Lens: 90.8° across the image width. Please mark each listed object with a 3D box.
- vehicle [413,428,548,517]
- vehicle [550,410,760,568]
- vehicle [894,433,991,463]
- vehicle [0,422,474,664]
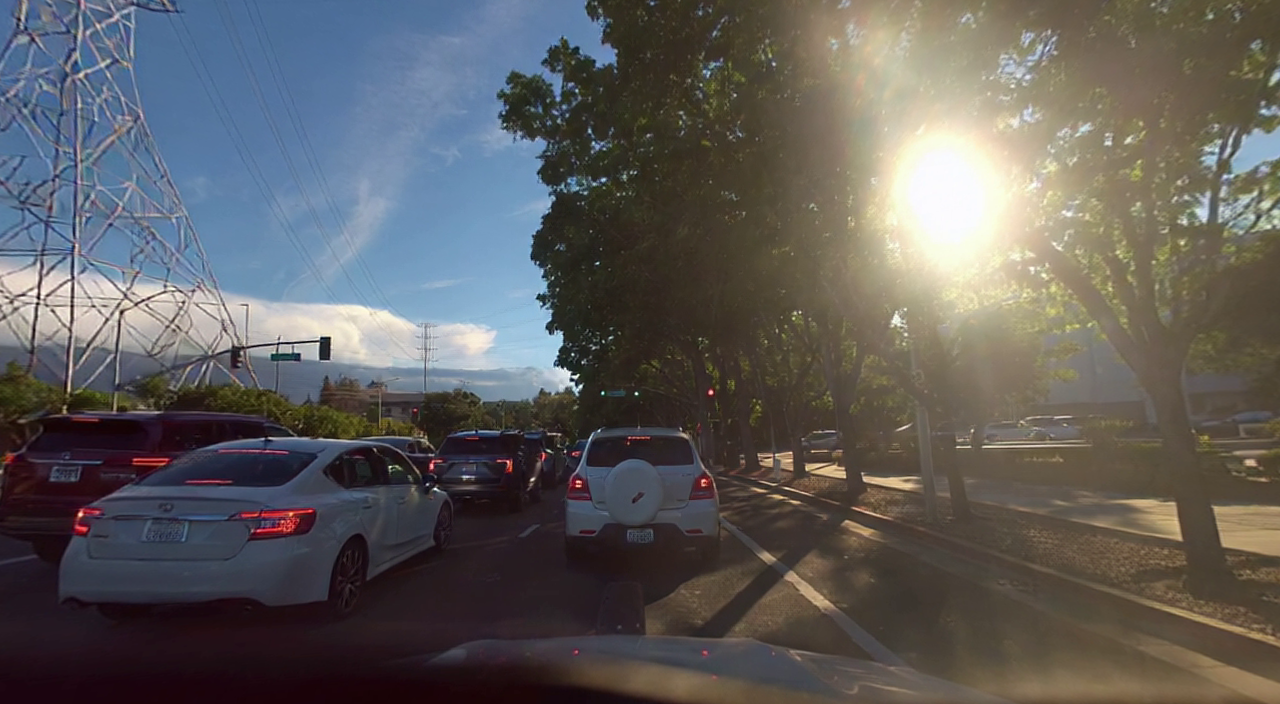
[{"bbox_3d":[-3.255,2.532,13.751,1.997,1.636,3.760,0,-8,-1],"label":"vehicle"},{"bbox_3d":[0.089,1.771,8.931,2.239,1.661,4.224,0,-8,-2],"label":"vehicle"},{"bbox_3d":[15.104,4.804,31.710,3.858,1.437,1.899,0,-8,-4],"label":"vehicle"},{"bbox_3d":[-3.167,1.508,6.194,1.973,1.469,4.448,0,-8,-1],"label":"vehicle"}]
